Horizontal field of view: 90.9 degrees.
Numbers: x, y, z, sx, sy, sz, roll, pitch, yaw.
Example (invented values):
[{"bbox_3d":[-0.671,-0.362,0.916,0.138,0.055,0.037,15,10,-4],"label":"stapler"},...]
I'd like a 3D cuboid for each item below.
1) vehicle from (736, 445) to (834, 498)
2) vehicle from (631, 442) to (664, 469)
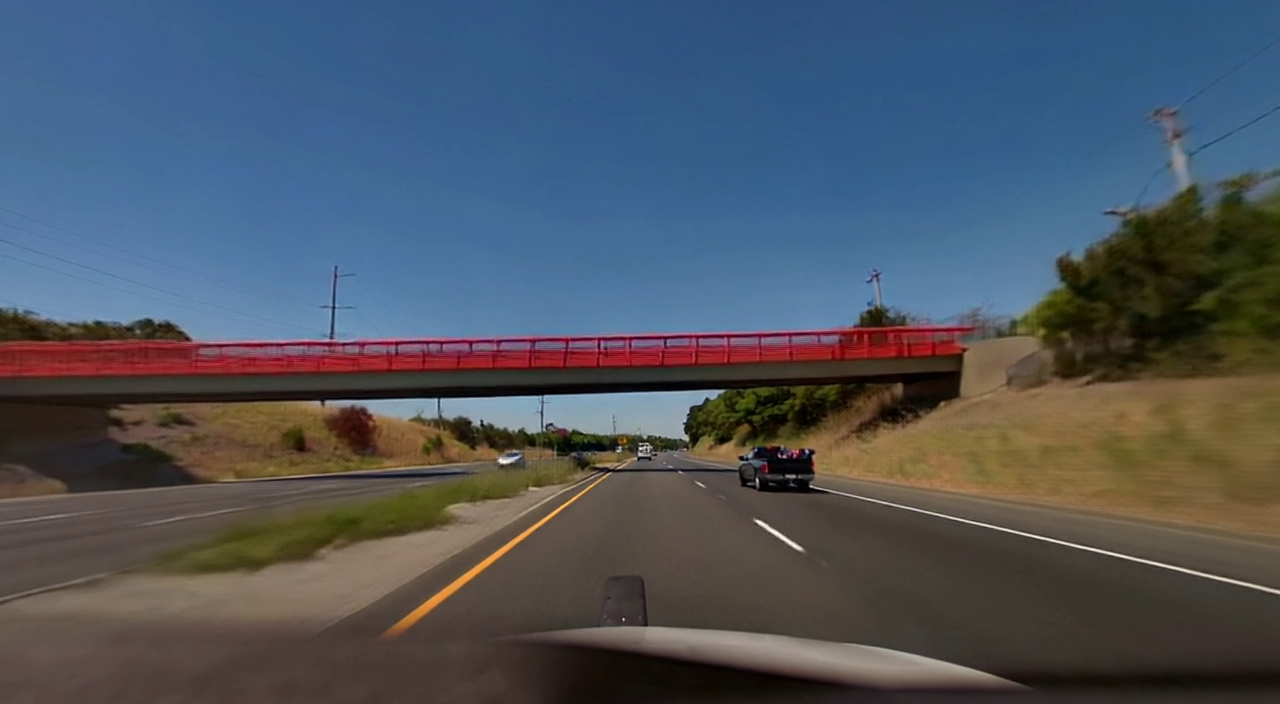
[{"bbox_3d":[4.550,3.822,20.596,1.988,1.505,4.958,0,-9,0],"label":"vehicle"},{"bbox_3d":[0.621,7.879,48.228,2.369,1.948,5.343,0,-9,2],"label":"vehicle"}]
